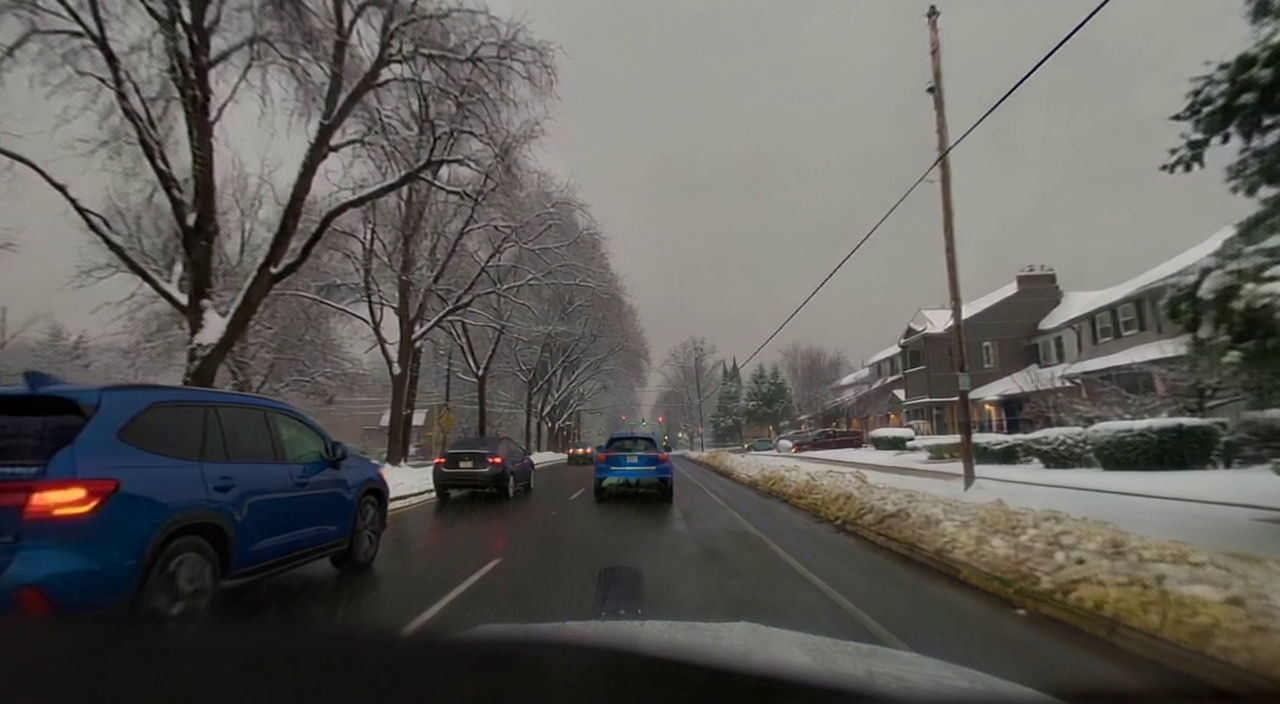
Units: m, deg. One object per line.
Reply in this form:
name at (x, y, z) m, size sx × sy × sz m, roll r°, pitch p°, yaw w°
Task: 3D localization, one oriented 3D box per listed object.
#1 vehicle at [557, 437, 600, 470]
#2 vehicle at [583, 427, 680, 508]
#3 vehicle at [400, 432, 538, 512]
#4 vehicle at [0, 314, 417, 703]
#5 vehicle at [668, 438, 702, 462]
vehicle at (-3.535, 5.938, 37.276) m, size 2.080 × 1.780 × 4.879 m, roll 0°, pitch -8°, yaw -1°
vehicle at (-0.191, 2.660, 14.914) m, size 1.997 × 1.636 × 3.760 m, roll 0°, pitch -8°, yaw 0°
vehicle at (-3.715, 2.681, 14.540) m, size 2.066 × 1.565 × 3.905 m, roll 0°, pitch -8°, yaw 0°
vehicle at (-3.663, 1.131, 4.978) m, size 2.161 × 1.919 × 4.798 m, roll 0°, pitch -8°, yaw -2°
vehicle at (3.352, 7.447, 47.993) m, size 2.161 × 1.686 × 4.196 m, roll 0°, pitch -8°, yaw -1°
